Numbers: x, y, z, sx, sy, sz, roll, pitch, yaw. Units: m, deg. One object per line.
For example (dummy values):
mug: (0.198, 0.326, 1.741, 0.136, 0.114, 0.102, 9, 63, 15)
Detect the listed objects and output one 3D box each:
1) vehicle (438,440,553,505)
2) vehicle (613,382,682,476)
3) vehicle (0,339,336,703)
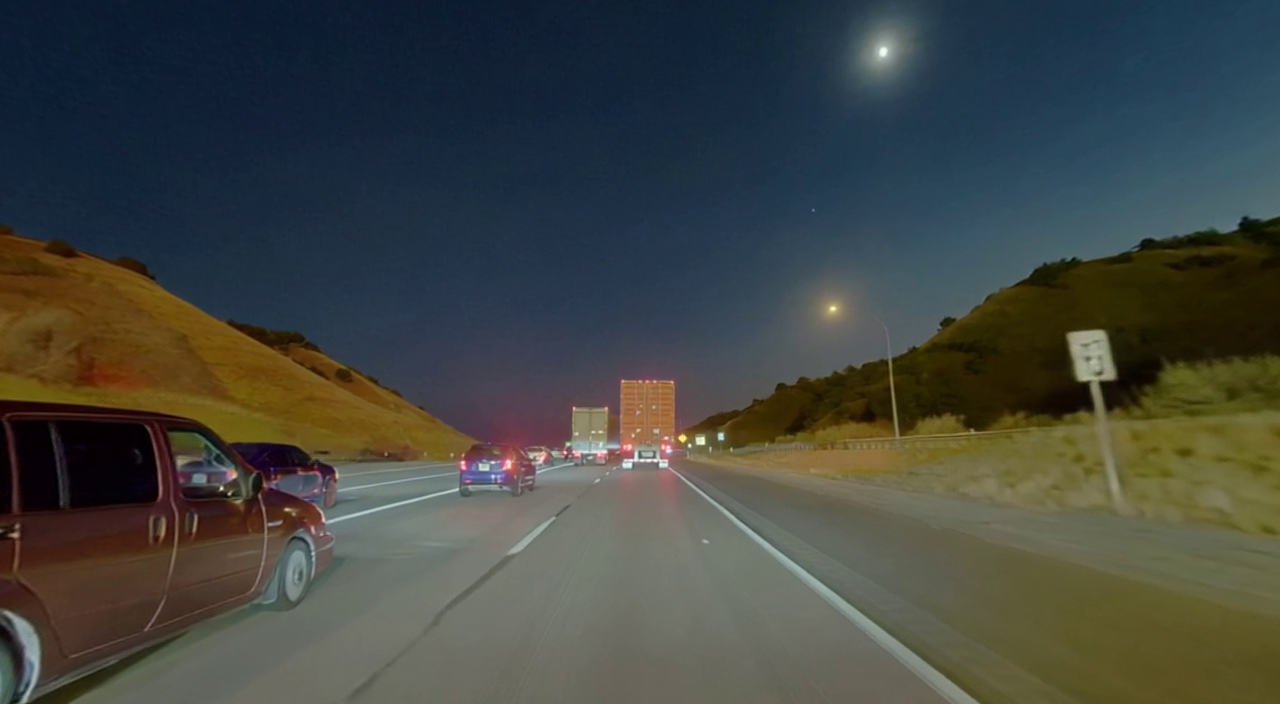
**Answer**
vehicle: (-3.542, 3.026, 16.355, 1.950, 1.446, 4.224, 0, -8, 0)
vehicle: (0.447, 4.054, 32.259, 2.913, 3.988, 10.874, 0, -8, 1)
vehicle: (-3.835, 0.908, 3.186, 2.136, 1.779, 4.875, 0, -8, 0)
